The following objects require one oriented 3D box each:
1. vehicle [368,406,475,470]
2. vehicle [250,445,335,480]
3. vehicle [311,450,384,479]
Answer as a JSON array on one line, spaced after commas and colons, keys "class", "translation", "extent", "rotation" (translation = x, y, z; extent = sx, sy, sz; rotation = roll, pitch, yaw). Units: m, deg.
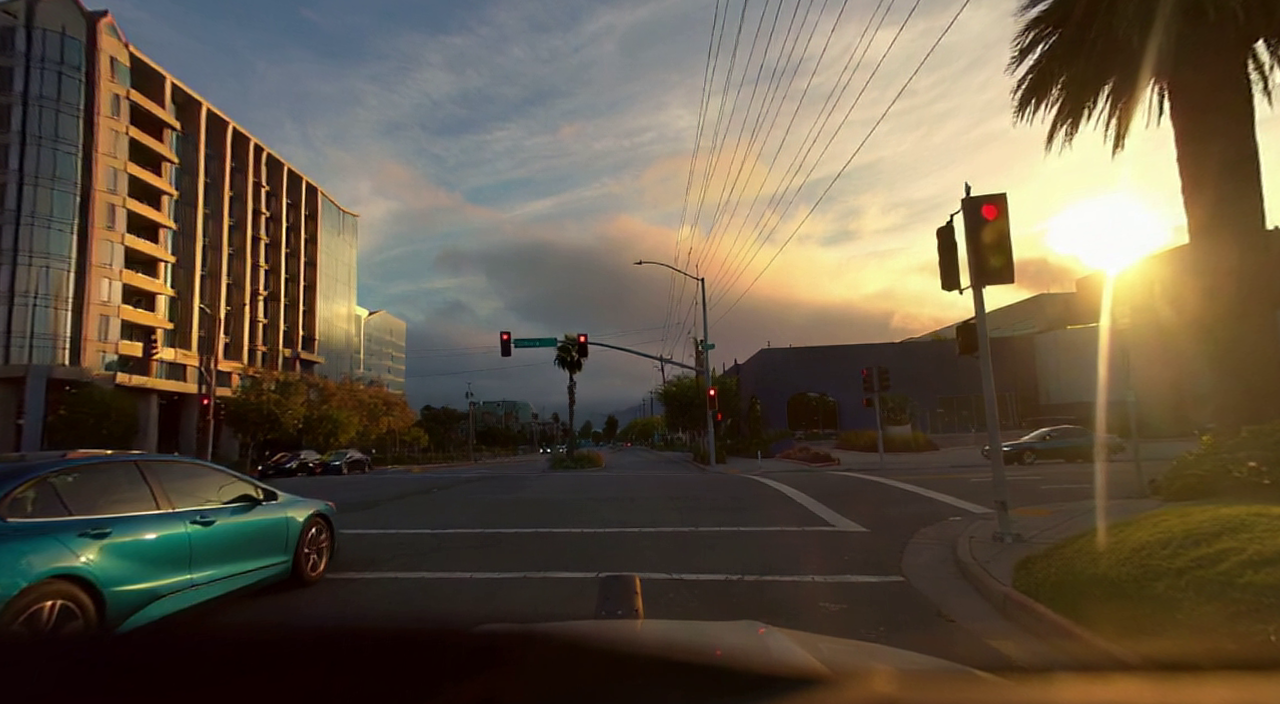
[{"class": "vehicle", "translation": [-15.128, 6.249, 45.007], "extent": [3.014, 3.949, 11.279], "rotation": [0, -9, 3]}, {"class": "vehicle", "translation": [-19.082, 6.058, 34.826], "extent": [2.017, 1.739, 4.569], "rotation": [0, -9, 1]}, {"class": "vehicle", "translation": [-15.348, 5.926, 33.290], "extent": [1.875, 1.389, 3.784], "rotation": [0, -9, 3]}]
